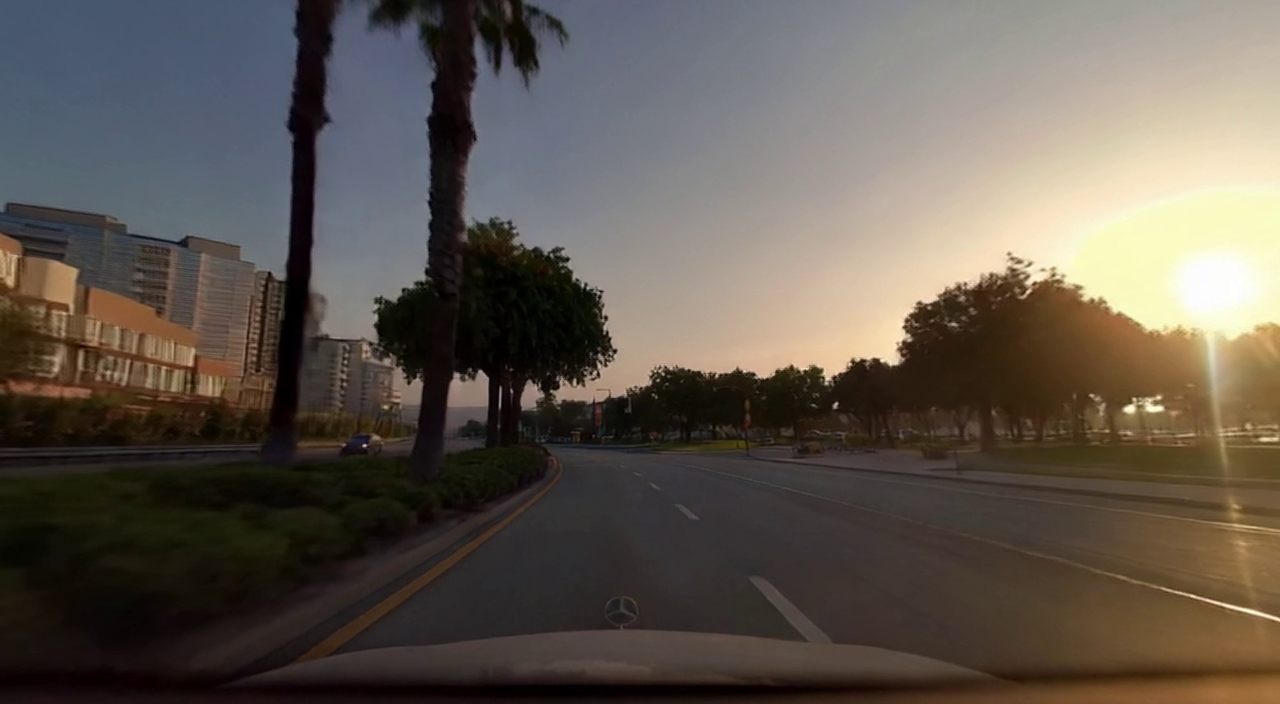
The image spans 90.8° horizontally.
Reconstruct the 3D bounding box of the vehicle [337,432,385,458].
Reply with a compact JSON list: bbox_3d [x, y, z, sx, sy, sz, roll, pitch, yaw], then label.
[{"bbox_3d":[-19.852,6.676,45.196,2.025,1.716,4.552,1,-9,-10],"label":"vehicle"}]
